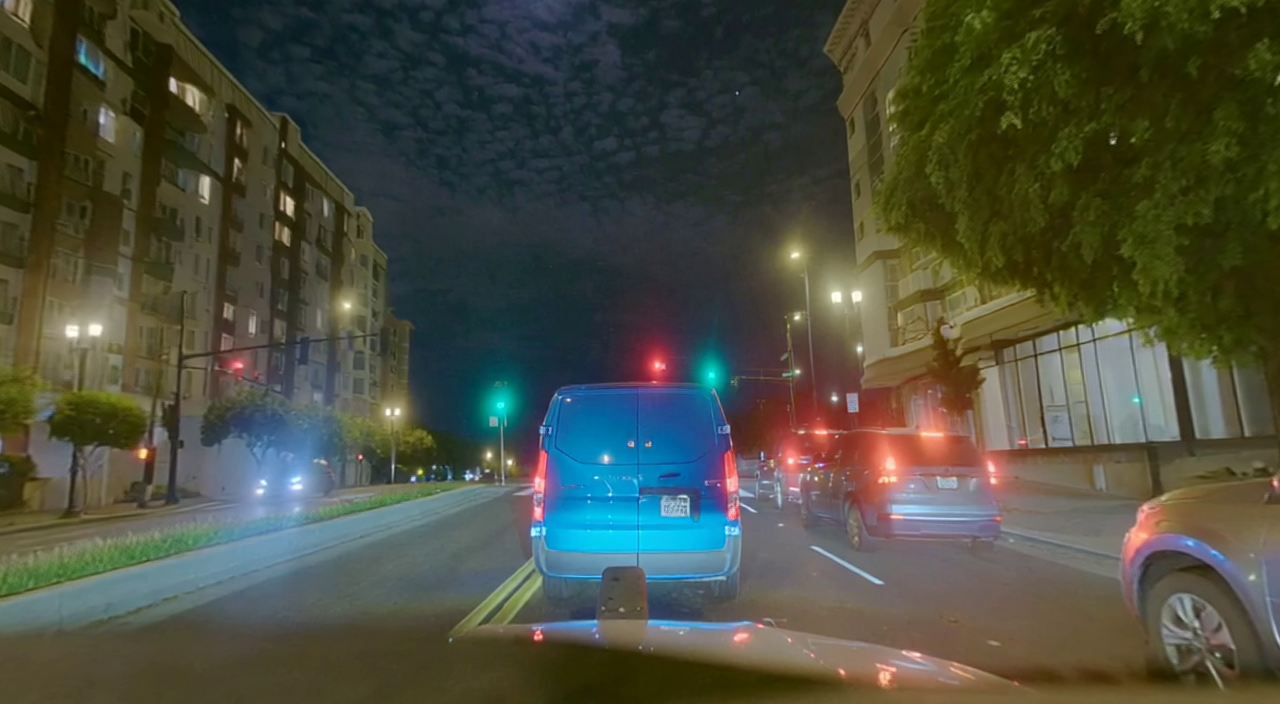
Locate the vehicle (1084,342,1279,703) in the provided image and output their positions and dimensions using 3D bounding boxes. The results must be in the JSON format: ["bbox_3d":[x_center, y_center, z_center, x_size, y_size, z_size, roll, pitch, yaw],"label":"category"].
[{"bbox_3d":[3.810,0.693,1.742,2.157,1.748,4.130,0,-9,1],"label":"vehicle"}]

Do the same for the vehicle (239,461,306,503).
[{"bbox_3d":[-15.403,5.409,26.648,1.852,1.485,4.428,3,-9,-23],"label":"vehicle"}]

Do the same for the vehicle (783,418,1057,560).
[{"bbox_3d":[3.925,2.005,10.021,2.061,1.676,4.734,0,-9,-2],"label":"vehicle"}]

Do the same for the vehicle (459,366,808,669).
[{"bbox_3d":[-0.030,1.323,6.044,2.101,1.828,4.270,0,-9,0],"label":"vehicle"}]

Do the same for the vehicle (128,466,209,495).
[{"bbox_3d":[-33.253,9.065,44.532,4.292,1.492,1.772,-6,-14,-1],"label":"vehicle"}]

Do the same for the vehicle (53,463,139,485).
[{"bbox_3d":[-38.458,8.630,44.638,4.396,1.458,1.809,-1,-9,2],"label":"vehicle"}]

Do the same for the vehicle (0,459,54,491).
[{"bbox_3d":[-35.472,6.851,35.146,3.843,1.680,1.782,-1,-9,4],"label":"vehicle"}]
